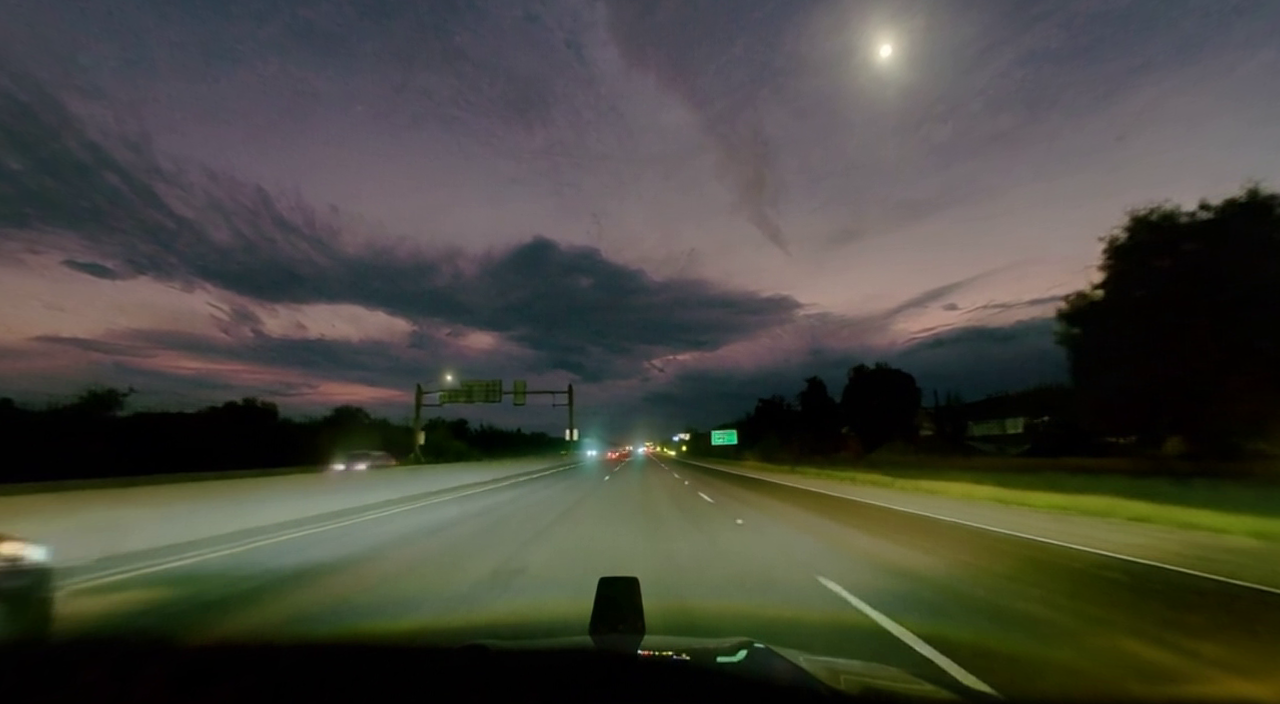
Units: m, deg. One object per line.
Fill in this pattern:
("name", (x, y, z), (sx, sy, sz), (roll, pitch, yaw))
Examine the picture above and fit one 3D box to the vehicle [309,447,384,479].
("vehicle", (-16.476, 6.265, 35.684), (1.994, 1.649, 4.641), (0, -9, 1))
